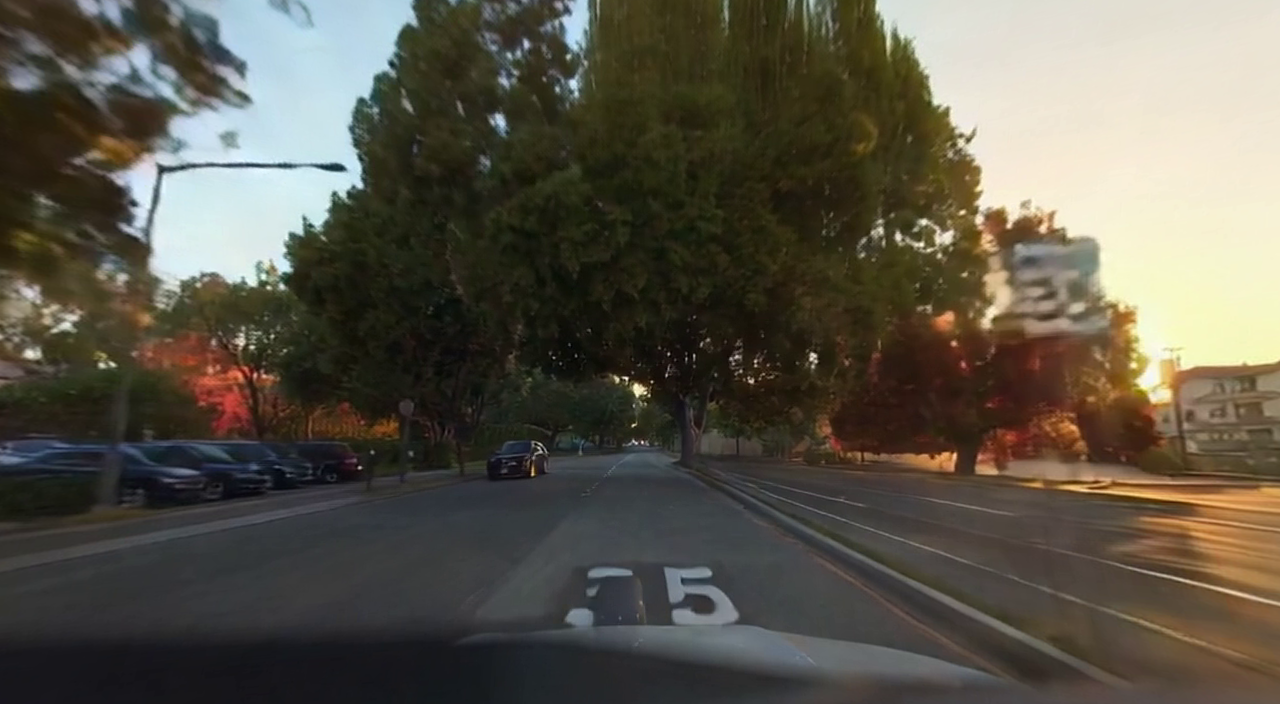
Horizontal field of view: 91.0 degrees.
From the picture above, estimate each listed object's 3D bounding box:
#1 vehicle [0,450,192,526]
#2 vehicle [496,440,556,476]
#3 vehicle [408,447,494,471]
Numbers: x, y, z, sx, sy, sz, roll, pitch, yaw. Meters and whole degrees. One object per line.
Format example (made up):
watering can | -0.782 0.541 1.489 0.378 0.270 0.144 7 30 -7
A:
vehicle | -13.219 2.899 13.713 5.300 1.432 1.951 1 -9 -2
vehicle | -6.522 6.106 36.692 2.350 1.892 5.542 0 -8 1
vehicle | -14.015 7.941 46.954 5.742 1.668 2.296 1 -8 -2
